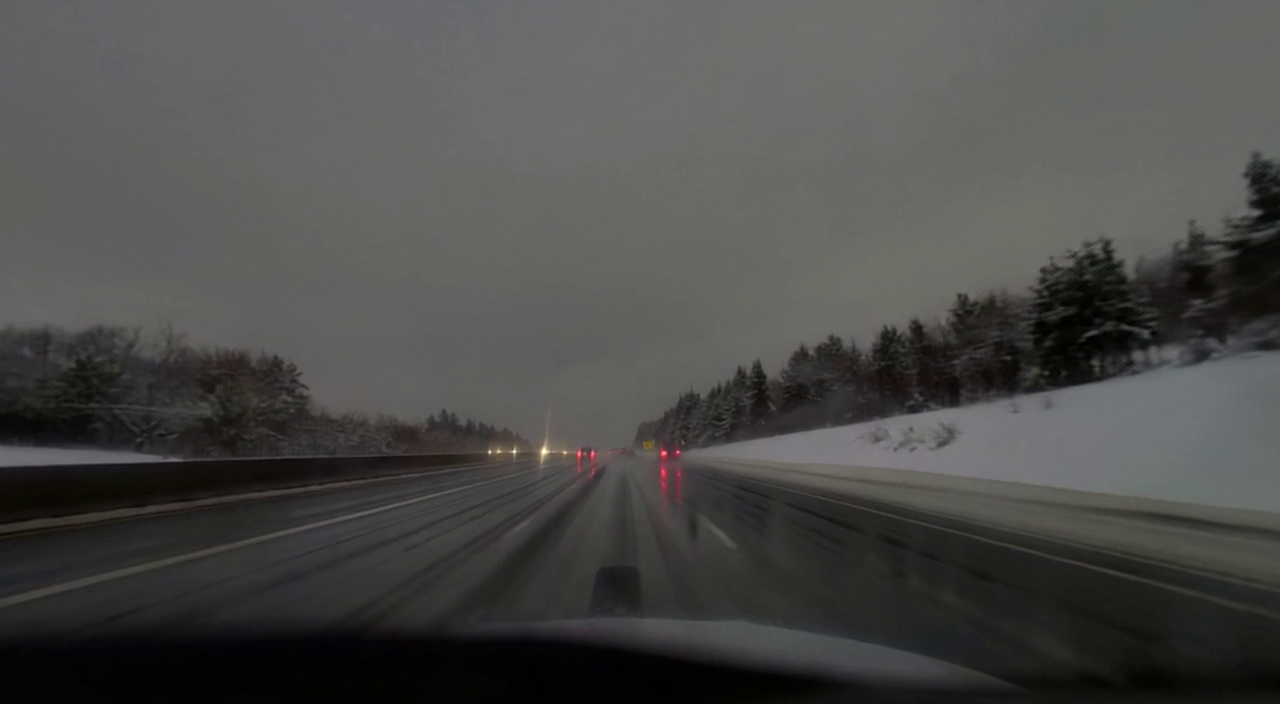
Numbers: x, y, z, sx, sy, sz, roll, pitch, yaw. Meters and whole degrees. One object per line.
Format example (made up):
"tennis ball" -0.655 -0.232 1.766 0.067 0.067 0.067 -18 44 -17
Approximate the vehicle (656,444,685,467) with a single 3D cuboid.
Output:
"vehicle" 2.182 7.540 45.633 1.895 1.555 4.030 0 -9 0
